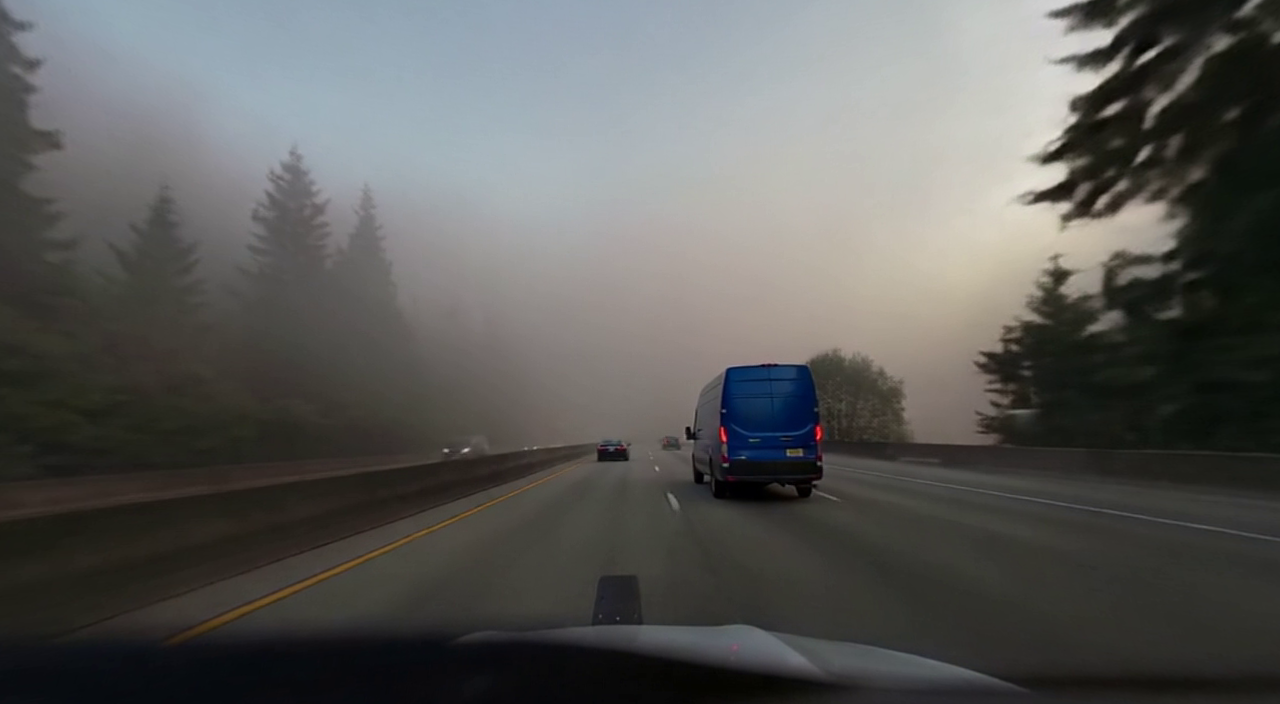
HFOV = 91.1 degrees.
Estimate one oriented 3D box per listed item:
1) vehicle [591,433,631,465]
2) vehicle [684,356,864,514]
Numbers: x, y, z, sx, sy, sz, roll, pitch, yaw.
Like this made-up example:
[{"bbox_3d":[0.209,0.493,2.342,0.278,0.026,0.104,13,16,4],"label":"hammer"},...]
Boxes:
[{"bbox_3d":[-1.388,4.870,31.885,1.900,1.524,4.324,0,-8,-1],"label":"vehicle"},{"bbox_3d":[2.458,1.840,14.032,2.416,2.595,7.243,0,-8,0],"label":"vehicle"}]
